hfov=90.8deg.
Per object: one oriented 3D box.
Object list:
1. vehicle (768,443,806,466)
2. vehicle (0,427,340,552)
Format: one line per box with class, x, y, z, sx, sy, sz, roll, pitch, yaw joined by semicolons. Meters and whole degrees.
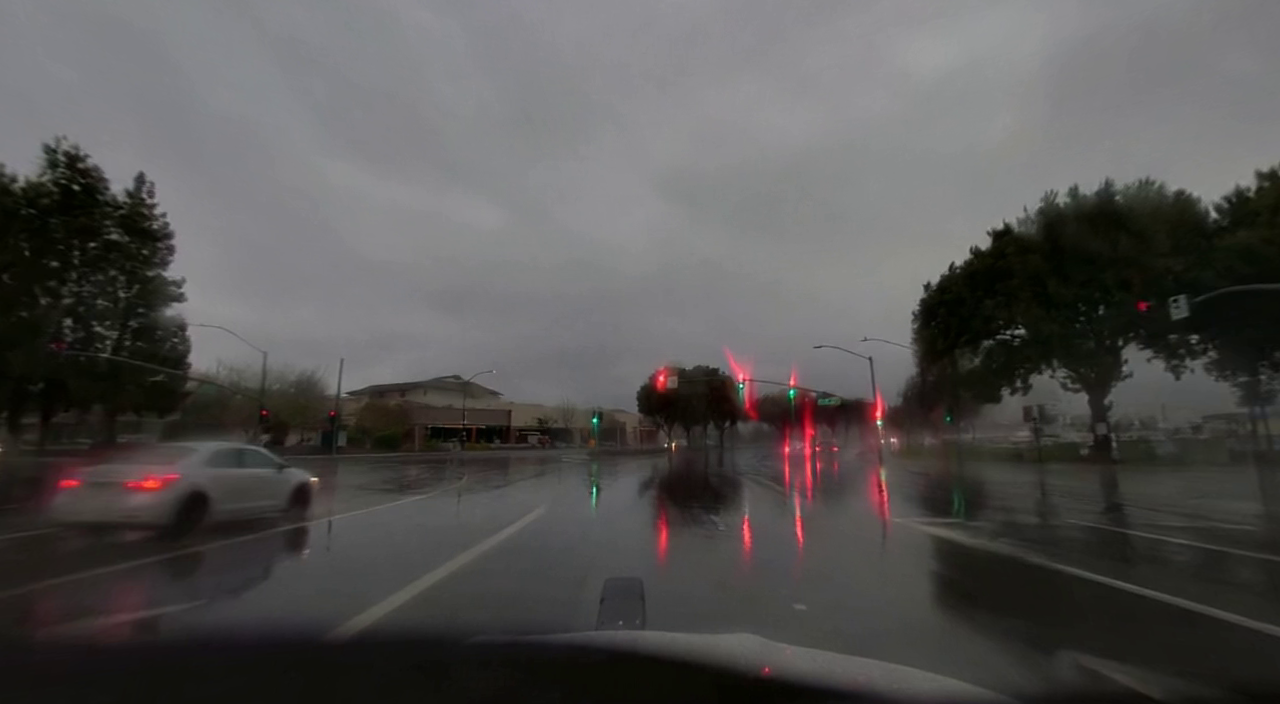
vehicle;9.866;6.899;42.704;1.988;1.460;3.996;-1;-9;6
vehicle;-6.845;1.970;9.833;2.063;1.455;4.651;0;-8;0
